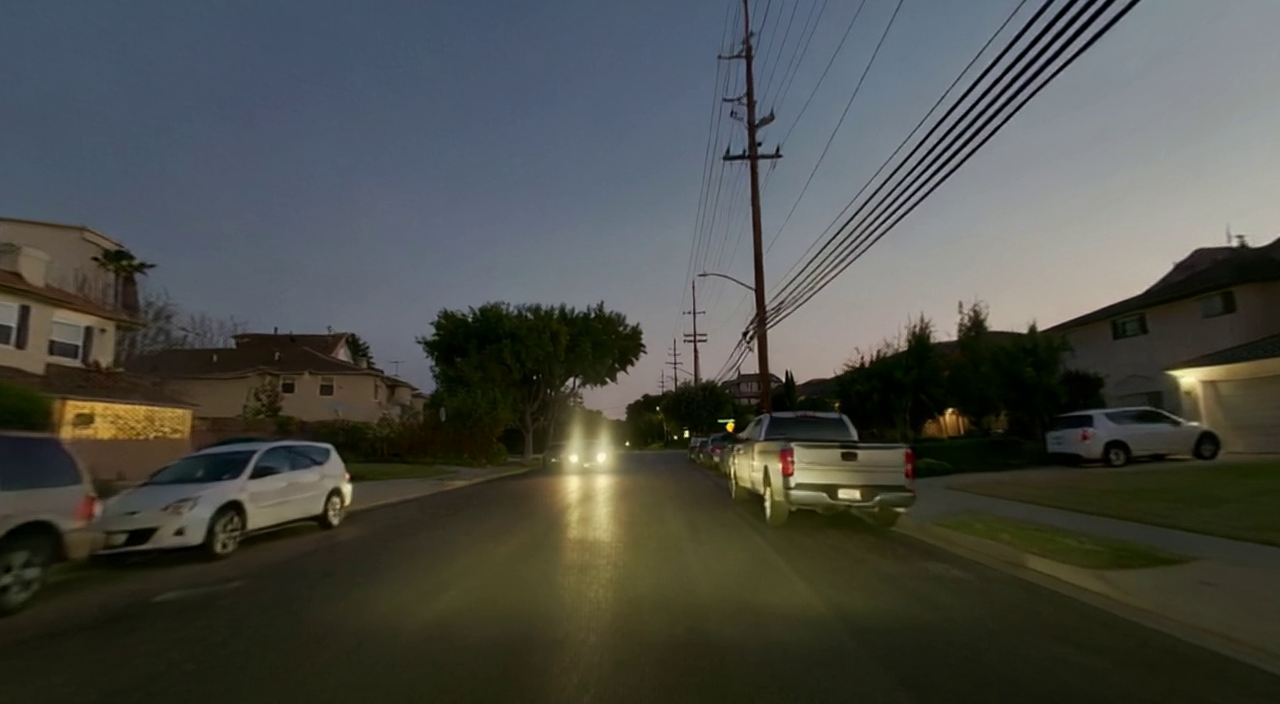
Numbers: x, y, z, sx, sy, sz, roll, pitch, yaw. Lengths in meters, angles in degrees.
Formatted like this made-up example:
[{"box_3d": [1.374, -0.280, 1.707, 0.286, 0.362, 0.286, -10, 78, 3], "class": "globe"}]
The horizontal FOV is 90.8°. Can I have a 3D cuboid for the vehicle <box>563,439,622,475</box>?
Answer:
[{"box_3d": [-2.134, 4.889, 29.699, 2.213, 1.548, 4.370, -1, -8, 3], "class": "vehicle"}]

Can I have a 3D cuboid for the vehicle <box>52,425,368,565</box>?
[{"box_3d": [-6.547, 2.180, 10.454, 1.930, 1.784, 4.474, 0, -8, 2], "class": "vehicle"}]

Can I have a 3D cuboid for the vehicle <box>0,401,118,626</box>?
[{"box_3d": [-6.739, 1.225, 4.275, 2.252, 1.944, 4.714, 0, -8, 1], "class": "vehicle"}]

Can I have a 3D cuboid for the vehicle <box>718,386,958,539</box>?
[{"box_3d": [3.012, 1.934, 11.683, 2.437, 2.015, 6.511, 0, -8, 1], "class": "vehicle"}]

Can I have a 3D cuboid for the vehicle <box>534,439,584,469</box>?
[{"box_3d": [-5.098, 6.495, 40.359, 2.226, 1.768, 4.780, -1, -8, 4], "class": "vehicle"}]

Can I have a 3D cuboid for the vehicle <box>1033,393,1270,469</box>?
[{"box_3d": [14.340, 2.275, 17.975, 4.778, 1.903, 2.205, -1, -8, -1], "class": "vehicle"}]
